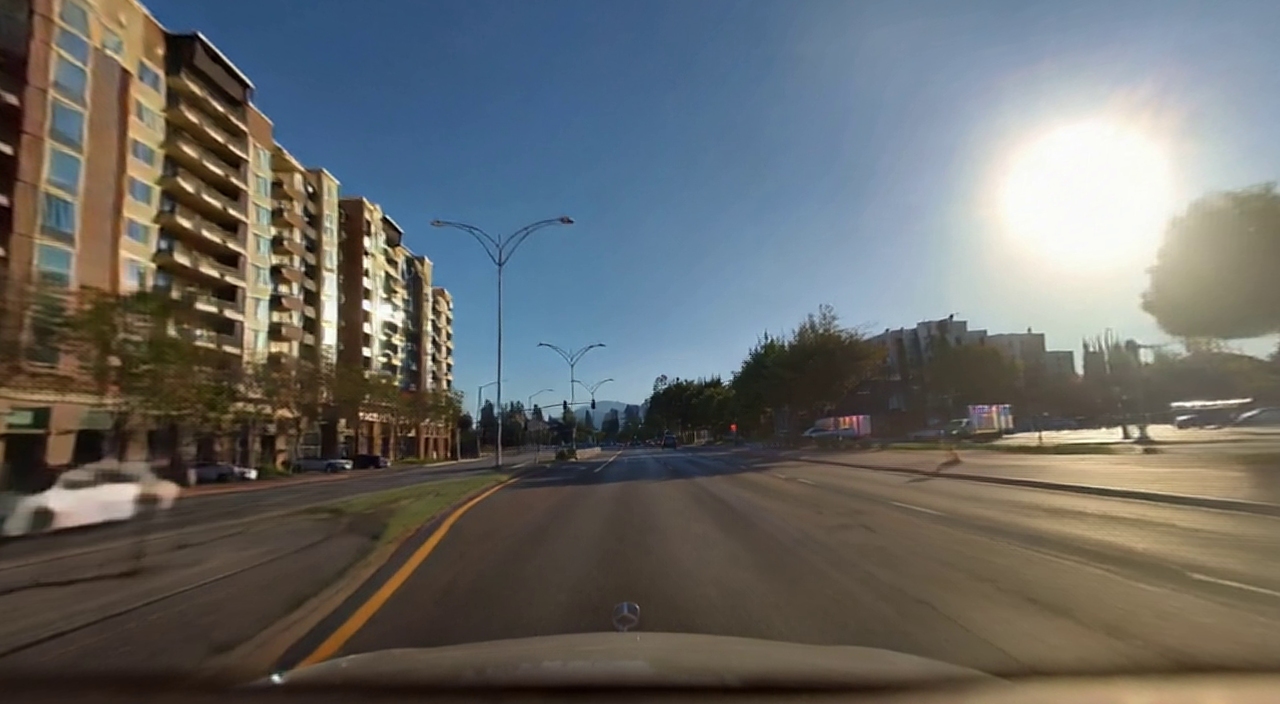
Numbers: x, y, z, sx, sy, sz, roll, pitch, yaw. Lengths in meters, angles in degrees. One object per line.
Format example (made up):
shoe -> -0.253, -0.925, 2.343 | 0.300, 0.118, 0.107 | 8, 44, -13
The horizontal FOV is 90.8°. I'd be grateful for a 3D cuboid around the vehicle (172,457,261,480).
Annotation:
vehicle -> -30.139, 8.322, 45.057 | 4.851, 1.519, 2.112 | 0, -8, 1
